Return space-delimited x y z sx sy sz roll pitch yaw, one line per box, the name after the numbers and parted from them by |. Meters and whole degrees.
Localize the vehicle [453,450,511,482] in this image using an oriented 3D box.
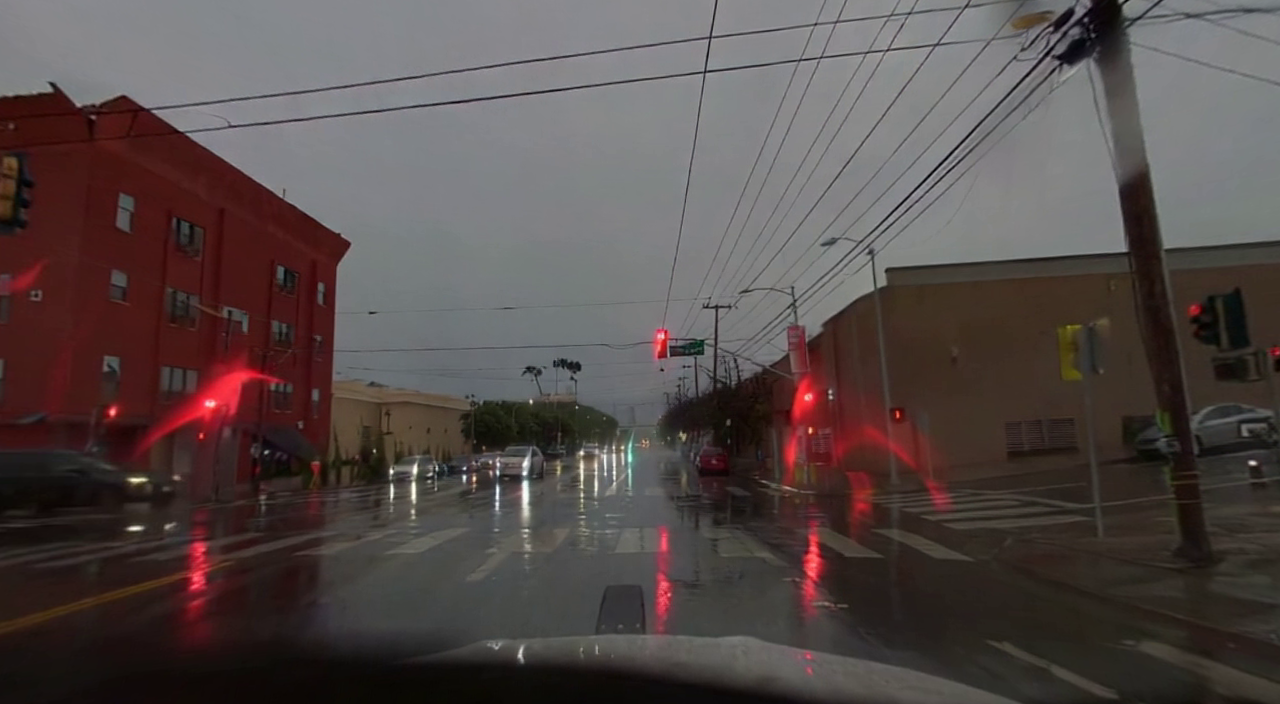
-8.739 6.309 35.187 2.020 1.672 3.842 0 -9 3 | vehicle

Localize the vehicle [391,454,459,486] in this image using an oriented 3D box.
-12.053 6.610 35.606 1.943 1.574 4.727 0 -9 3 | vehicle

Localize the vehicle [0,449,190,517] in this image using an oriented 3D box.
-15.141 3.432 16.787 4.525 1.650 2.120 2 -9 -11 | vehicle

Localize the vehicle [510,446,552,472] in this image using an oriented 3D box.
-8.177 8.011 47.566 2.096 1.830 4.752 0 -9 2 | vehicle

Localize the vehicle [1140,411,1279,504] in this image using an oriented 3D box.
12.682 2.130 12.839 3.234 1.746 1.941 0 -9 1 | vehicle
